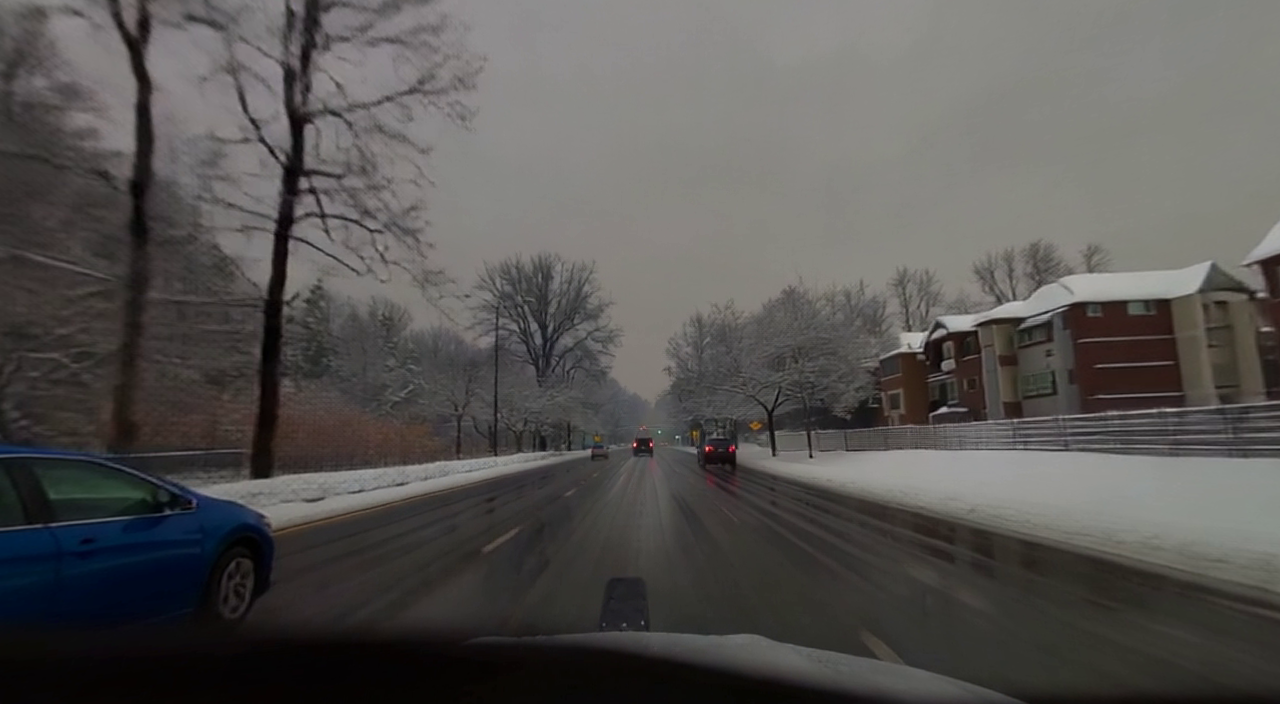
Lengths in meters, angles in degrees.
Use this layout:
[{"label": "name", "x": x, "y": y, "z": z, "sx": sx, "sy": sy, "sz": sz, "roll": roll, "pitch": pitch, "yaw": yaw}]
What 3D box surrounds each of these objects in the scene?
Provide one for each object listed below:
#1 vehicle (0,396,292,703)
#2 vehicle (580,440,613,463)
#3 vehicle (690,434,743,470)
[{"label": "vehicle", "x": -3.659, "y": 0.873, "z": 2.077, "sx": 2.091, "sy": 1.503, "sz": 4.989, "roll": -1, "pitch": -8, "yaw": 1}, {"label": "vehicle", "x": -2.959, "y": 6.858, "z": 43.560, "sx": 1.940, "sy": 1.473, "sz": 4.133, "roll": -1, "pitch": -8, "yaw": 1}, {"label": "vehicle", "x": 3.851, "y": 5.133, "z": 32.467, "sx": 2.182, "sy": 1.688, "sz": 4.187, "roll": 0, "pitch": -8, "yaw": -1}]
